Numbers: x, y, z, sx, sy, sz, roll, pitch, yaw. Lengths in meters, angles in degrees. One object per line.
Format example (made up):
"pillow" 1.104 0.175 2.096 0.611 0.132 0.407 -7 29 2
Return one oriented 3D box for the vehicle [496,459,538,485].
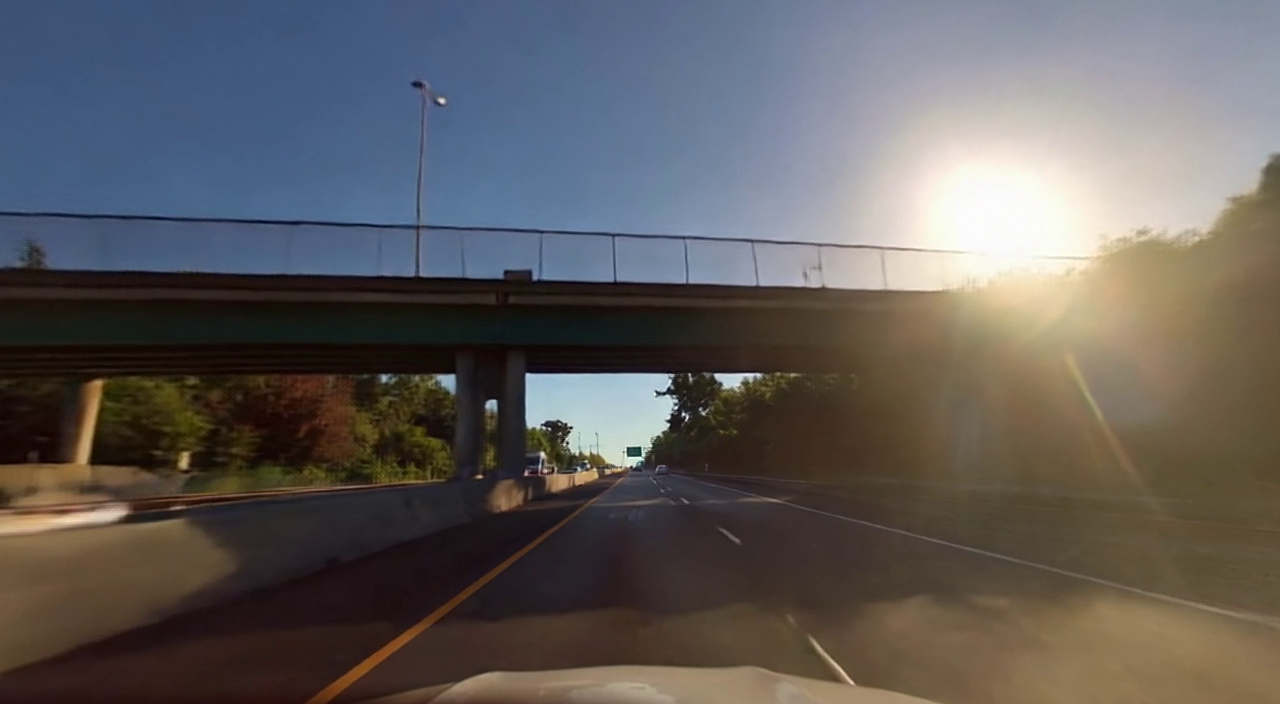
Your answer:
"vehicle" -9.228 9.061 47.581 2.142 1.773 4.793 1 -10 0
